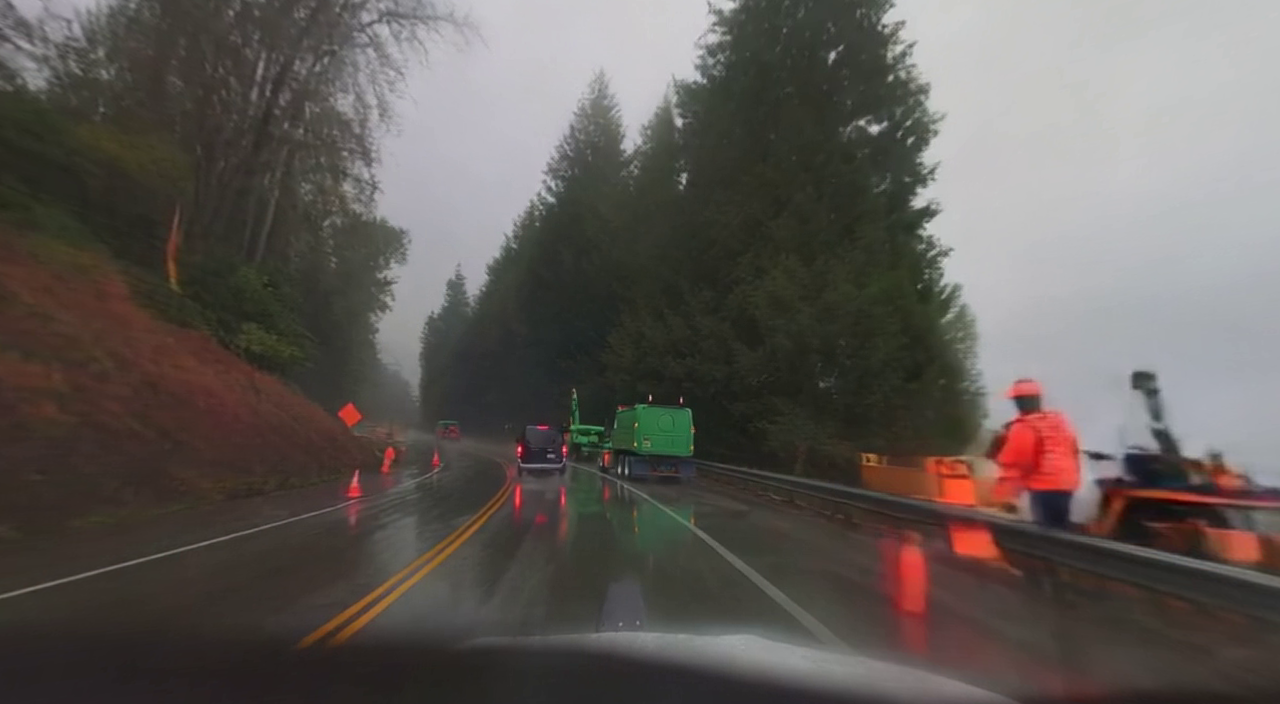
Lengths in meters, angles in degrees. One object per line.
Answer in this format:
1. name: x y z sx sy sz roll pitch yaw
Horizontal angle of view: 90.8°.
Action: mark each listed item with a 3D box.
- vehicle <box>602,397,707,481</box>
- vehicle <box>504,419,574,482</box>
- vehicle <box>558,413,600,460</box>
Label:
1. vehicle: 0.341 4.014 29.496 3.126 3.310 8.534 1 -7 -11
2. vehicle: -4.155 3.920 25.324 2.362 2.223 4.892 2 -9 -13
3. vehicle: -4.323 5.923 43.985 2.703 3.066 4.047 1 -9 -8
